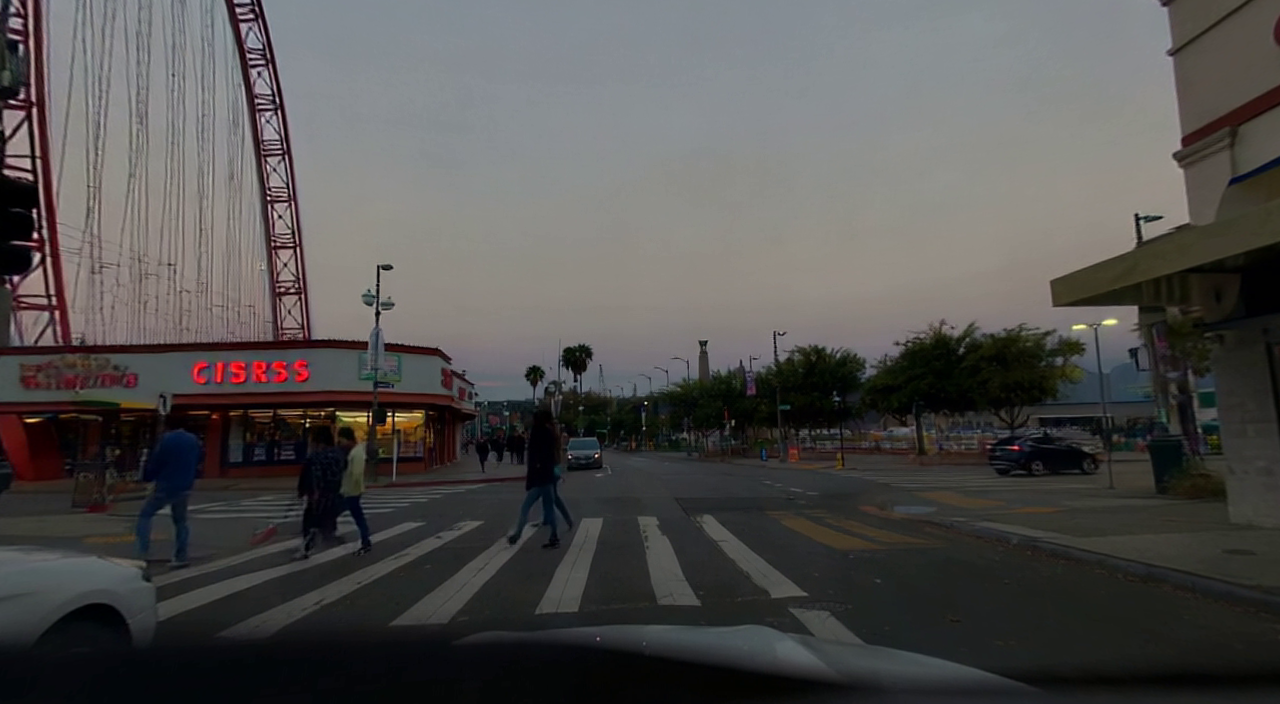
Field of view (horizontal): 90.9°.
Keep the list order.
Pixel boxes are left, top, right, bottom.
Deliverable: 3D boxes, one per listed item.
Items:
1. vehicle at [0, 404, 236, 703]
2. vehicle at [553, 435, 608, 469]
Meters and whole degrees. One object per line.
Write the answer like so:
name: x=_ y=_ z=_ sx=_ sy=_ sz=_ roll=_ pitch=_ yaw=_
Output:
vehicle: x=-3.370 y=0.788 z=1.180 sx=1.940 sy=1.505 sz=4.676 roll=-1 pitch=-9 yaw=3
vehicle: x=-3.890 y=6.350 z=40.259 sx=2.549 sy=2.000 sz=5.699 roll=2 pitch=-9 yaw=-15
